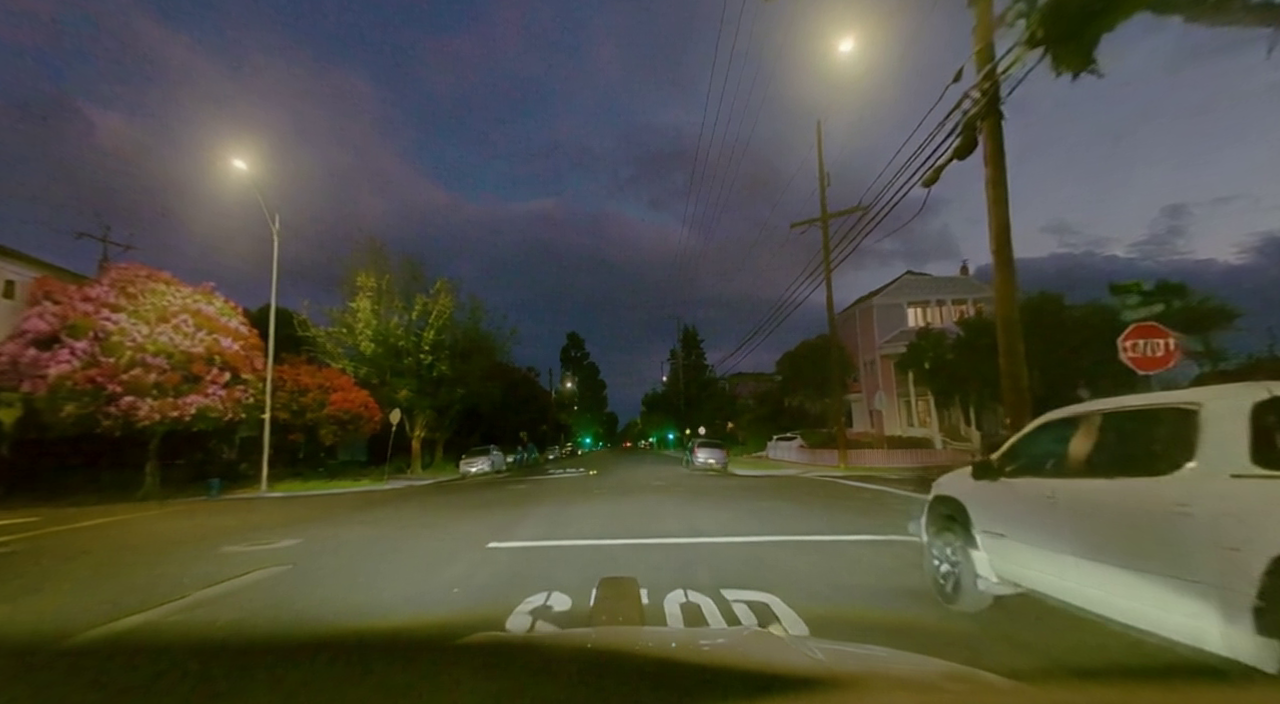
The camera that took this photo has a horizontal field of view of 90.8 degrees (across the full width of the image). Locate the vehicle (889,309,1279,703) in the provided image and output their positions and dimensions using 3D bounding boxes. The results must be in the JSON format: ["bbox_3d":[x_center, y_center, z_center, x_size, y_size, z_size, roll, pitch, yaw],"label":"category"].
[{"bbox_3d":[3.168,0.850,3.046,2.035,1.708,4.355,0,-9,-2],"label":"vehicle"}]

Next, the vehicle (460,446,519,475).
[{"bbox_3d":[-7.320,5.300,31.132,1.926,1.307,3.909,0,-9,0],"label":"vehicle"}]

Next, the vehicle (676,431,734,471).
[{"bbox_3d":[2.978,4.659,29.908,2.114,1.708,4.474,0,-8,-2],"label":"vehicle"}]

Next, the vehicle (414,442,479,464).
[{"bbox_3d":[-13.533,7.087,44.337,3.905,1.480,1.892,0,-9,-1],"label":"vehicle"}]
